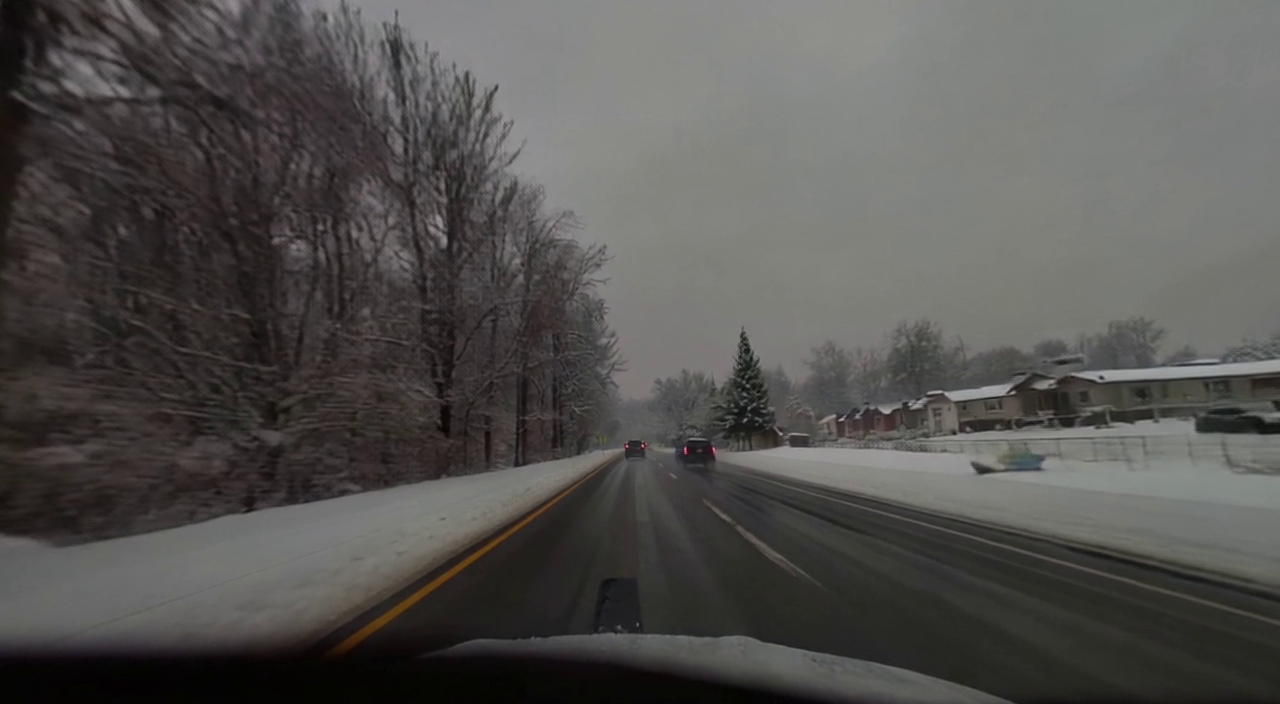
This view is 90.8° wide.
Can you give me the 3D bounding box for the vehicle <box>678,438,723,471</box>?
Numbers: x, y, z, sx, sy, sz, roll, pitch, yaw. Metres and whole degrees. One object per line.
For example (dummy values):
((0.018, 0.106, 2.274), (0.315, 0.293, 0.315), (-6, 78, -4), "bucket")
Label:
((3.168, 5.466, 33.864), (1.888, 1.640, 4.044), (0, -8, -2), "vehicle")
